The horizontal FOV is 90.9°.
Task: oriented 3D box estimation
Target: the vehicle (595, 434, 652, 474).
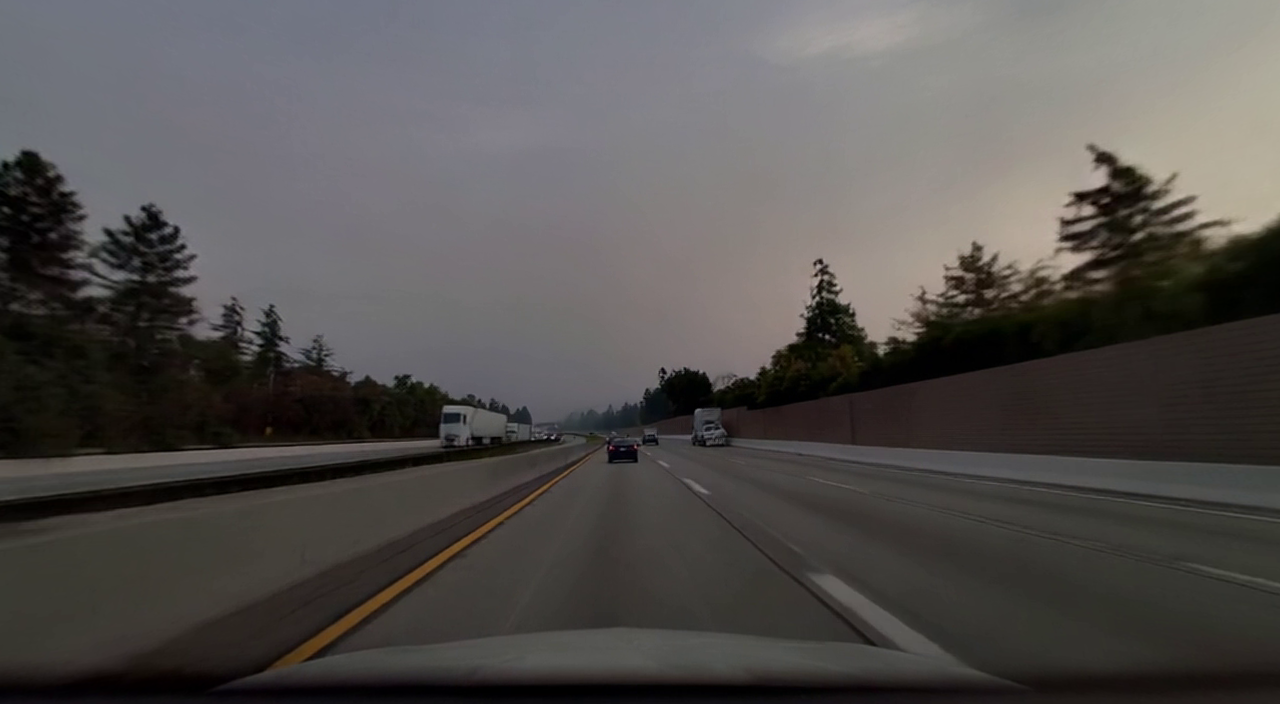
[{"bbox_3d":[-0.696,4.094,25.600,2.119,1.480,4.000,0,-8,-2],"label":"vehicle"}]
